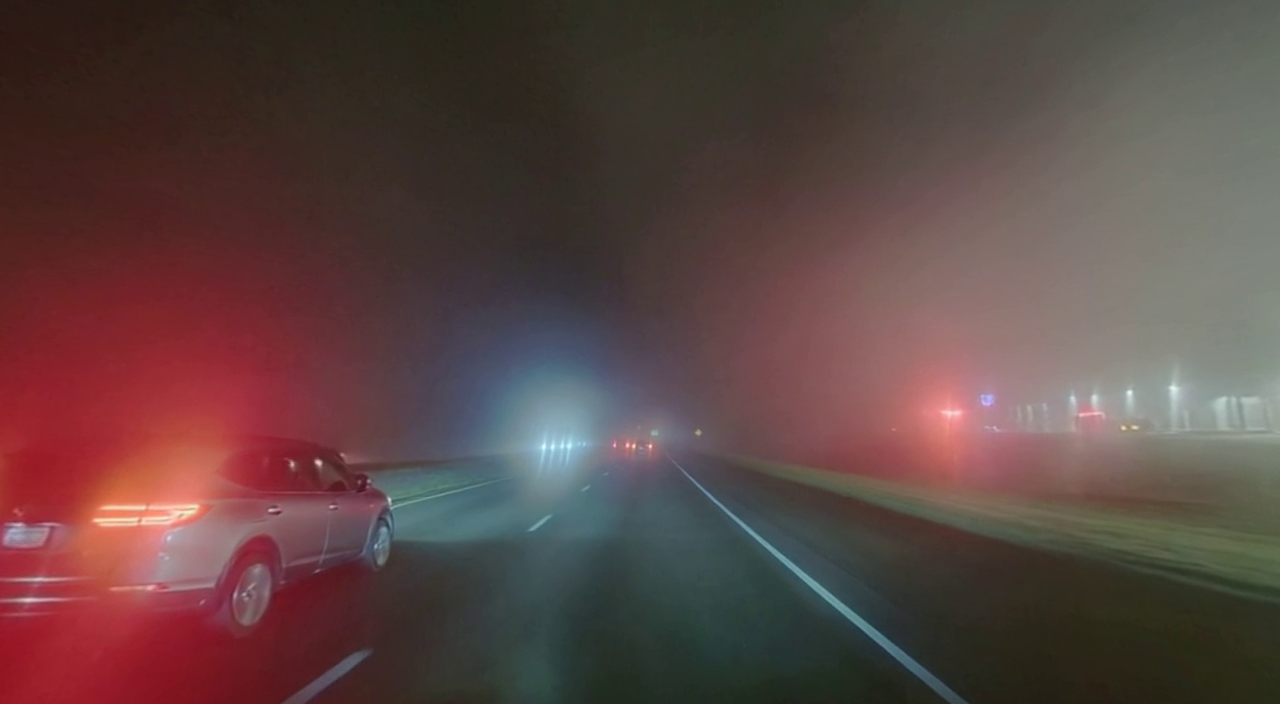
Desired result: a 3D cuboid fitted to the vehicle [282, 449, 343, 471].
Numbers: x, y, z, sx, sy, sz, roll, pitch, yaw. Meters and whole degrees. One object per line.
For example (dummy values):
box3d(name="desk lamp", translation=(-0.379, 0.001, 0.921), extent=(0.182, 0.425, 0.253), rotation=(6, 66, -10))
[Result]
box3d(name="vehicle", translation=(-23.886, 7.866, 46.171), extent=(1.904, 1.474, 4.575), rotation=(-1, -9, 1))
